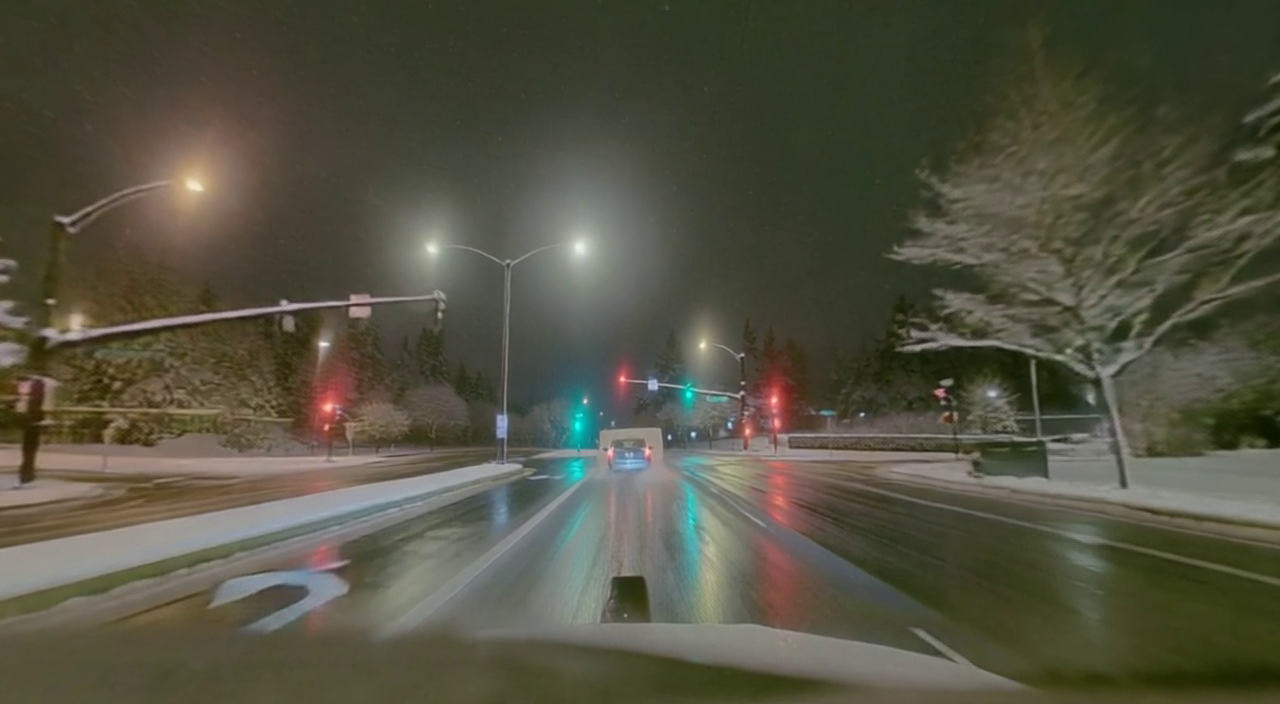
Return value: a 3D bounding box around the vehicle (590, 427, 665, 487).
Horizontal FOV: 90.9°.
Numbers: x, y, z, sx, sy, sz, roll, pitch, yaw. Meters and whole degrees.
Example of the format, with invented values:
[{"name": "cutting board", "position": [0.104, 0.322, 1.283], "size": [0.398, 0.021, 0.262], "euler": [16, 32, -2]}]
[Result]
[{"name": "vehicle", "position": [-0.390, 3.406, 20.689], "size": [2.192, 1.734, 4.176], "euler": [0, -8, 0]}]
